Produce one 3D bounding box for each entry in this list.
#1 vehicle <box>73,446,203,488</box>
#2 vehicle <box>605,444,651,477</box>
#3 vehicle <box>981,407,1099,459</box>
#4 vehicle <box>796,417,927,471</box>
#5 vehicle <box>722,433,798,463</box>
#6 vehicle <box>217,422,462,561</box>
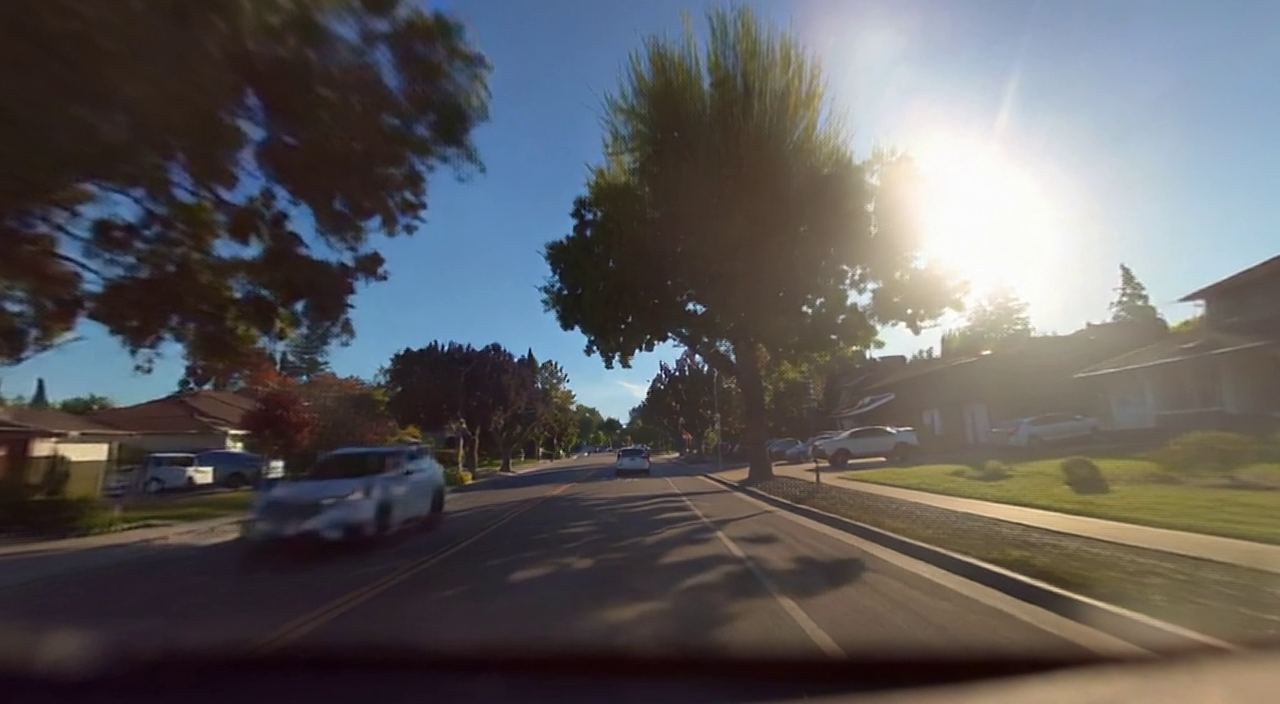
[{"bbox_3d":[-22.808,5.230,28.838,4.181,1.784,1.907,1,-9,-1],"label":"vehicle"},{"bbox_3d":[-0.572,5.281,31.029,2.098,1.483,4.099,0,-9,-1],"label":"vehicle"},{"bbox_3d":[15.357,3.084,24.184,4.462,1.699,2.145,2,-9,-36],"label":"vehicle"},{"bbox_3d":[9.306,3.904,26.830,4.634,1.723,1.966,-5,-9,-3],"label":"vehicle"},{"bbox_3d":[8.290,6.678,44.010,4.740,1.467,2.074,-6,-8,-3],"label":"vehicle"},{"bbox_3d":[-5.072,2.394,11.575,2.256,1.838,4.613,-4,-9,-1],"label":"vehicle"}]
